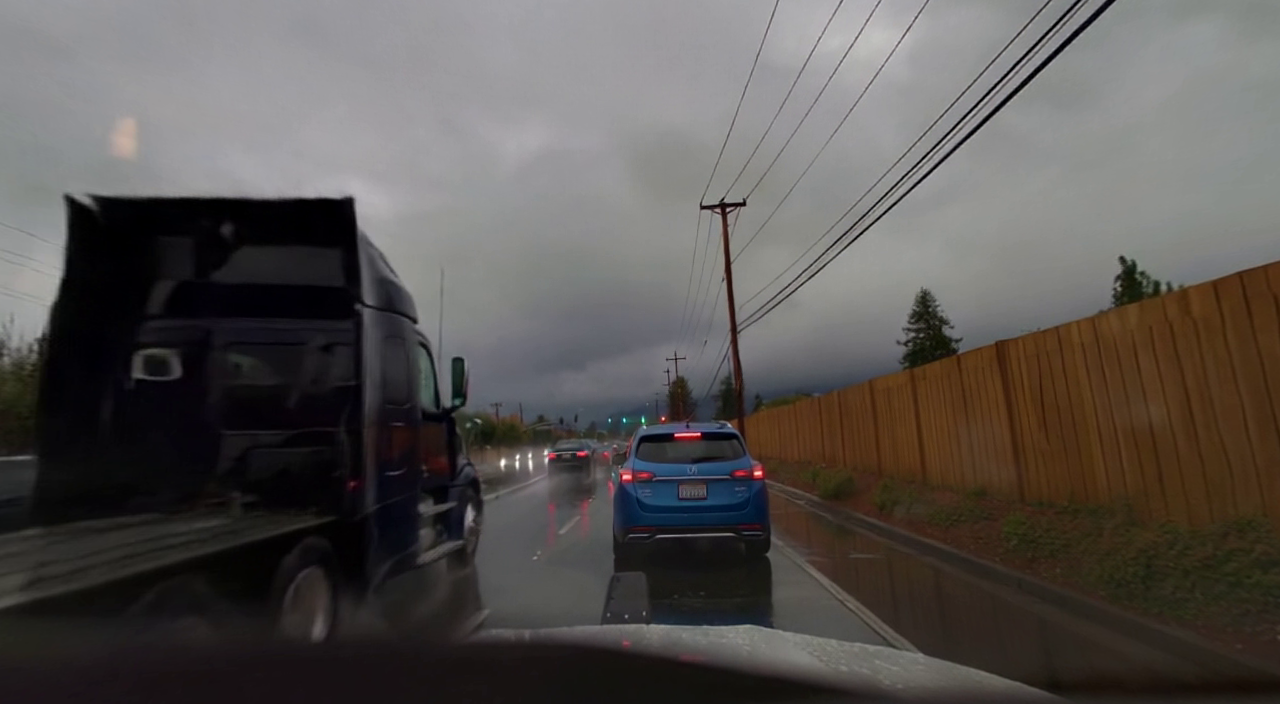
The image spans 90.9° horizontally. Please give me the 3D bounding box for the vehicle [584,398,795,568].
[{"bbox_3d":[0.487,1.669,8.673,2.174,1.749,4.113,0,-9,-1],"label":"vehicle"}]

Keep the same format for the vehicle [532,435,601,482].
[{"bbox_3d":[-2.709,4.082,24.323,2.037,1.639,4.213,0,-9,2],"label":"vehicle"}]

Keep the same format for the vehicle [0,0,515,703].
[{"bbox_3d":[-3.110,0.166,3.373,2.928,3.658,8.980,0,-9,1],"label":"vehicle"}]
